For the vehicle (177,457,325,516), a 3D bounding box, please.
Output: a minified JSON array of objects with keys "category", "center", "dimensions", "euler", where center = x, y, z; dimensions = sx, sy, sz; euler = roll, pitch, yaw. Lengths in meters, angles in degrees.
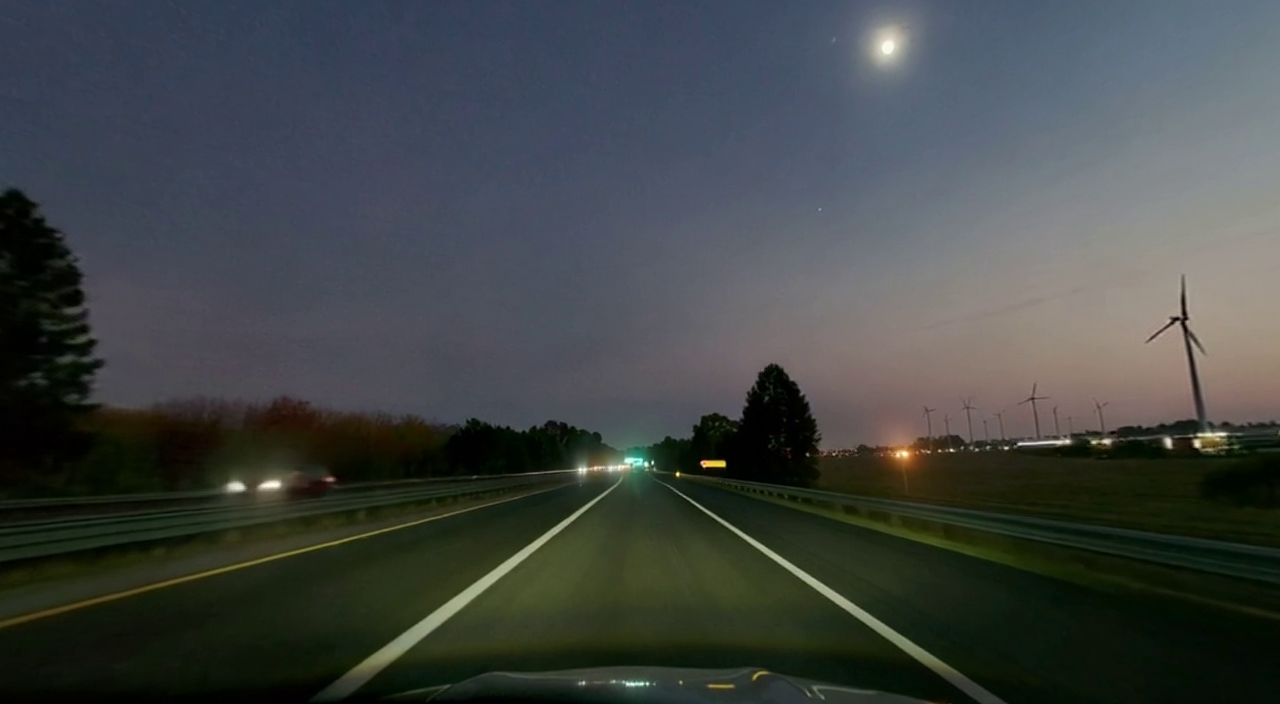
[{"category":"vehicle","center":[-12.162,4.240,20.109],"dimensions":[1.910,1.636,4.292],"euler":[1,-11,0]}]
